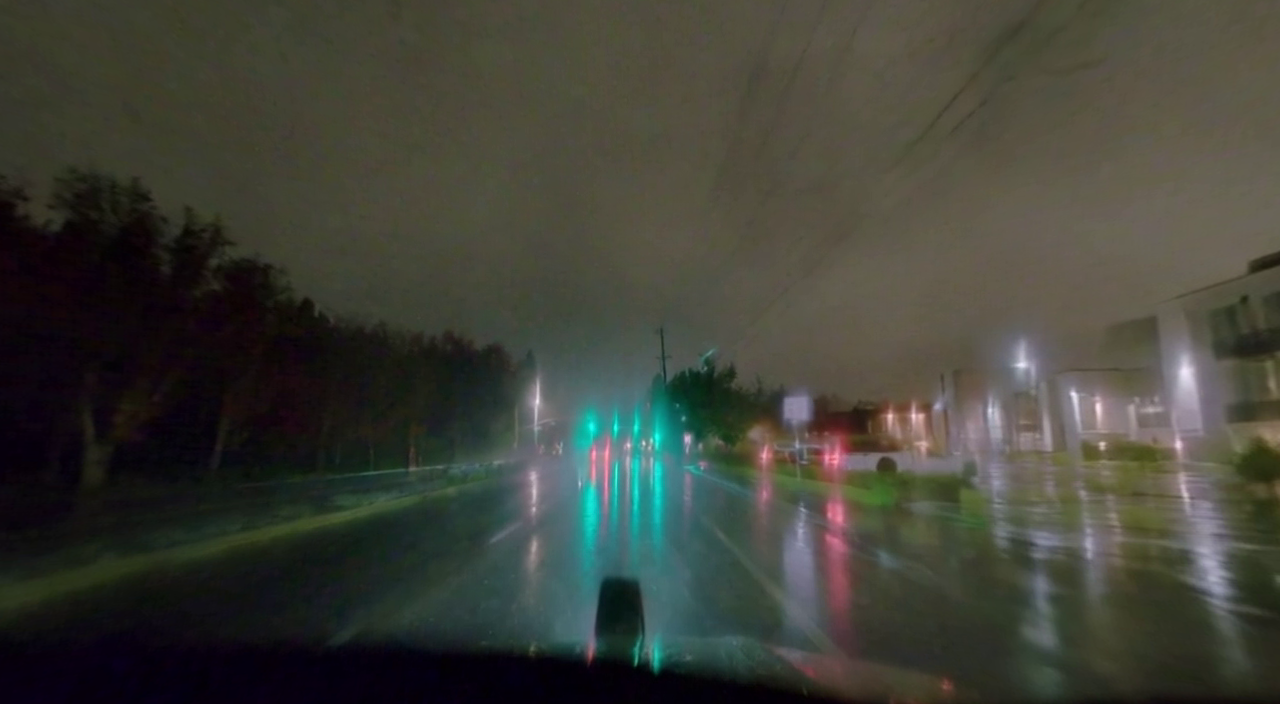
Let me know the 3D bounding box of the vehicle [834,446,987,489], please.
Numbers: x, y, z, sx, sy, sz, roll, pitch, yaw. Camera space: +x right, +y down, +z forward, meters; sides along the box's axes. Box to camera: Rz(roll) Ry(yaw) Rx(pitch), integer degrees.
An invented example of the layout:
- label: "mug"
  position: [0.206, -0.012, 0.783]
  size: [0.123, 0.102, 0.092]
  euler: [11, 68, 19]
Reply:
- label: "vehicle"
  position: [9.562, 4.088, 22.587]
  size: [4.466, 1.440, 2.091]
  euler: [1, -9, -5]
